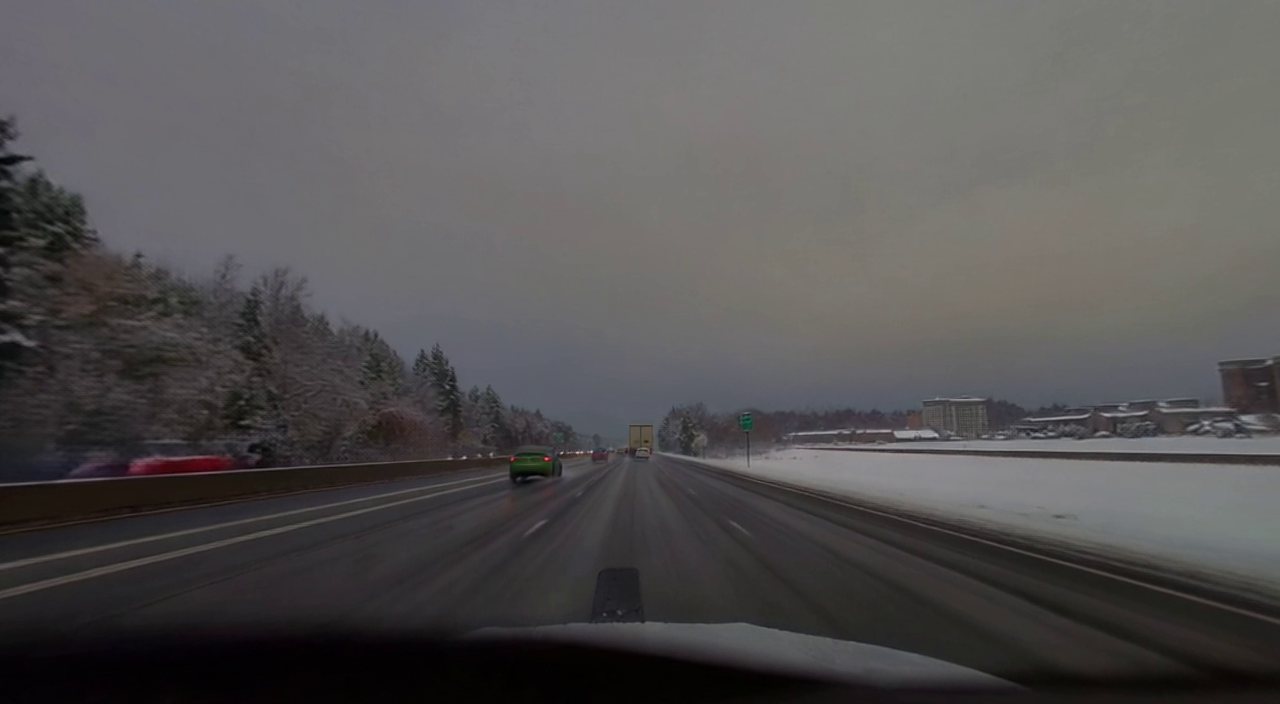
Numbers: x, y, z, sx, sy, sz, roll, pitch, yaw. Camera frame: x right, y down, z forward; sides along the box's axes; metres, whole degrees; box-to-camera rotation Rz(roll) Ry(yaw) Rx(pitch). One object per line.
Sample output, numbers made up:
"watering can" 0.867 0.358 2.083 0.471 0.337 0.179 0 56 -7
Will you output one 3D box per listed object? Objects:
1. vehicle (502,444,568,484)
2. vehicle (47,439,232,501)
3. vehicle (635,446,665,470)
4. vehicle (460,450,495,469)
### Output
"vehicle" -4.398 4.767 27.045 2.172 1.548 3.953 0 -9 0
"vehicle" -17.007 4.017 21.917 2.376 1.864 4.898 0 -9 0
"vehicle" 0.663 7.445 44.391 1.992 1.593 3.937 0 -9 -1
"vehicle" -12.503 8.309 48.692 1.743 1.405 3.476 0 -9 0
